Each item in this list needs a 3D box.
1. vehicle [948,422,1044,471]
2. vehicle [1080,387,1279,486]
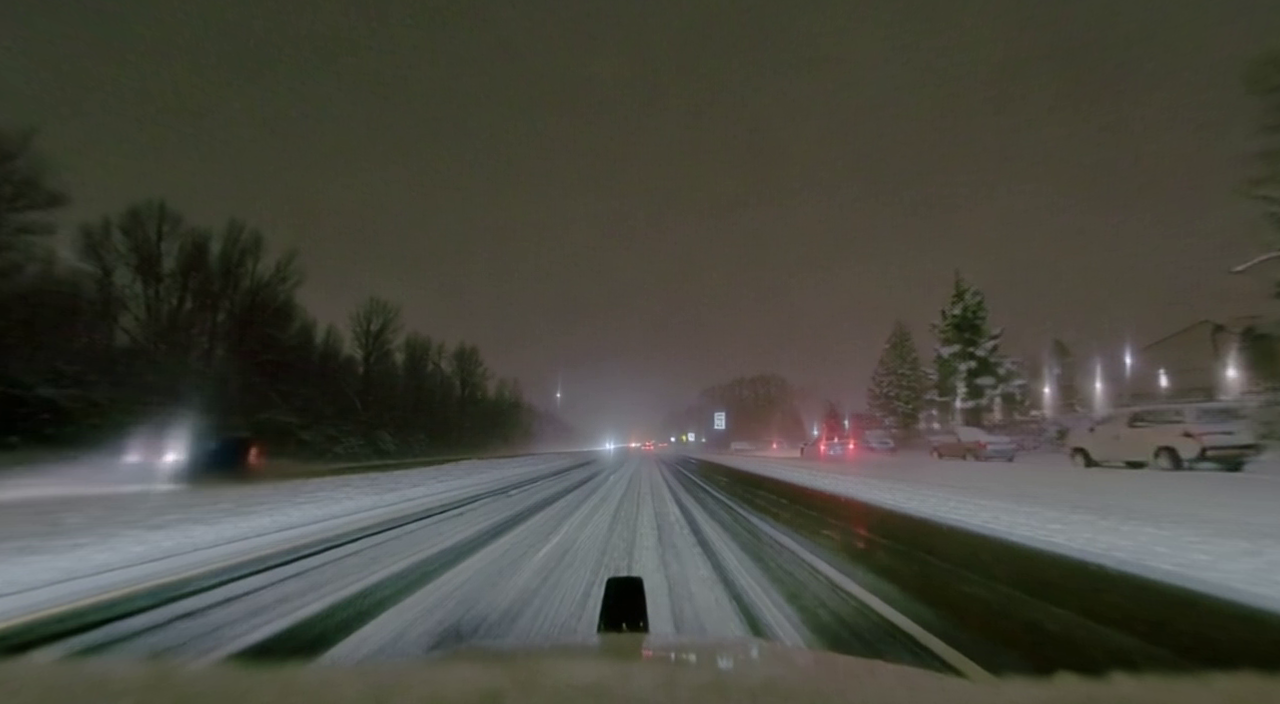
[{"bbox_3d":[27.717,7.443,49.603,2.898,3.543,7.437,-1,-9,-1],"label":"vehicle"},{"bbox_3d":[27.666,4.366,32.302,3.160,4.297,9.428,0,-9,-1],"label":"vehicle"}]
